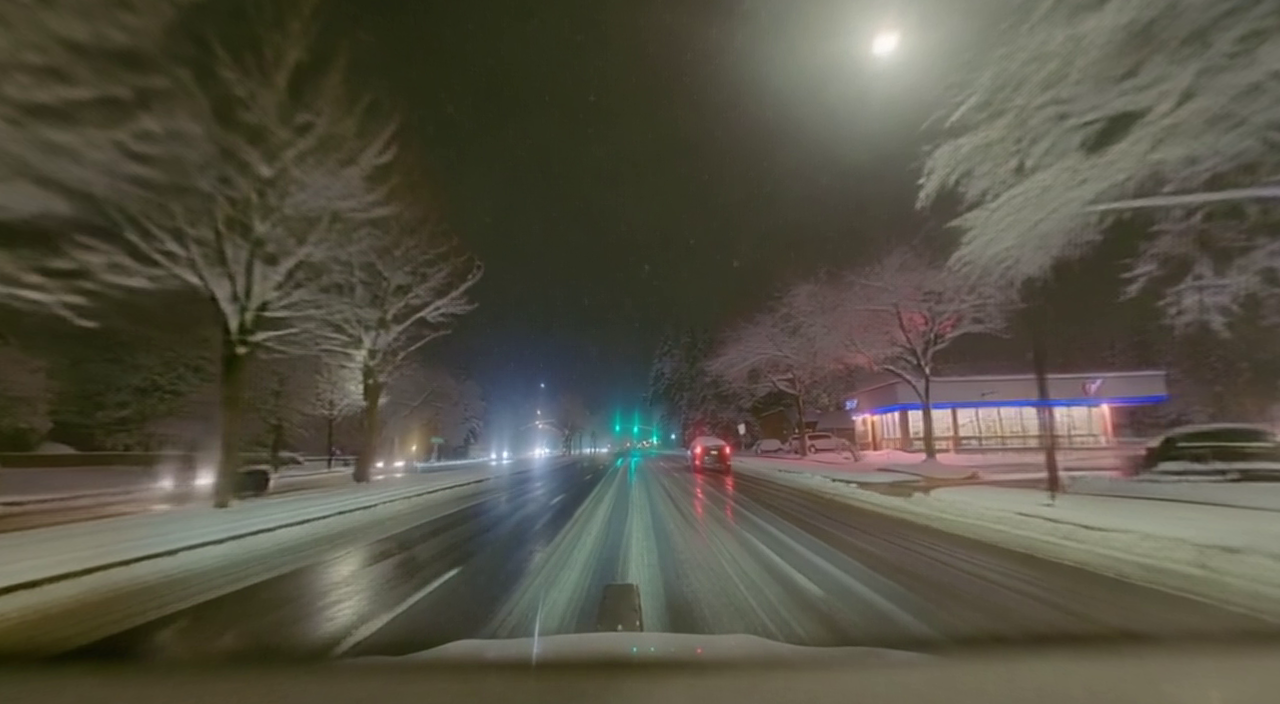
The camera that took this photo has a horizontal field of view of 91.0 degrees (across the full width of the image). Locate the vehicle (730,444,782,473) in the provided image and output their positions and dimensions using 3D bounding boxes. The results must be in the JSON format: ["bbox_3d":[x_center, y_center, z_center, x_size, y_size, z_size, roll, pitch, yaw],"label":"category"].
[{"bbox_3d":[6.571,6.050,36.158,1.948,1.526,4.641,0,-8,-2],"label":"vehicle"}]

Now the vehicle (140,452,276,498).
[{"bbox_3d":[-15.832,4.501,23.413,1.971,1.475,4.318,0,-8,0],"label":"vehicle"}]

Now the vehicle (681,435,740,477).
[{"bbox_3d":[3.113,4.718,28.770,2.083,1.743,4.354,0,-8,-1],"label":"vehicle"}]
